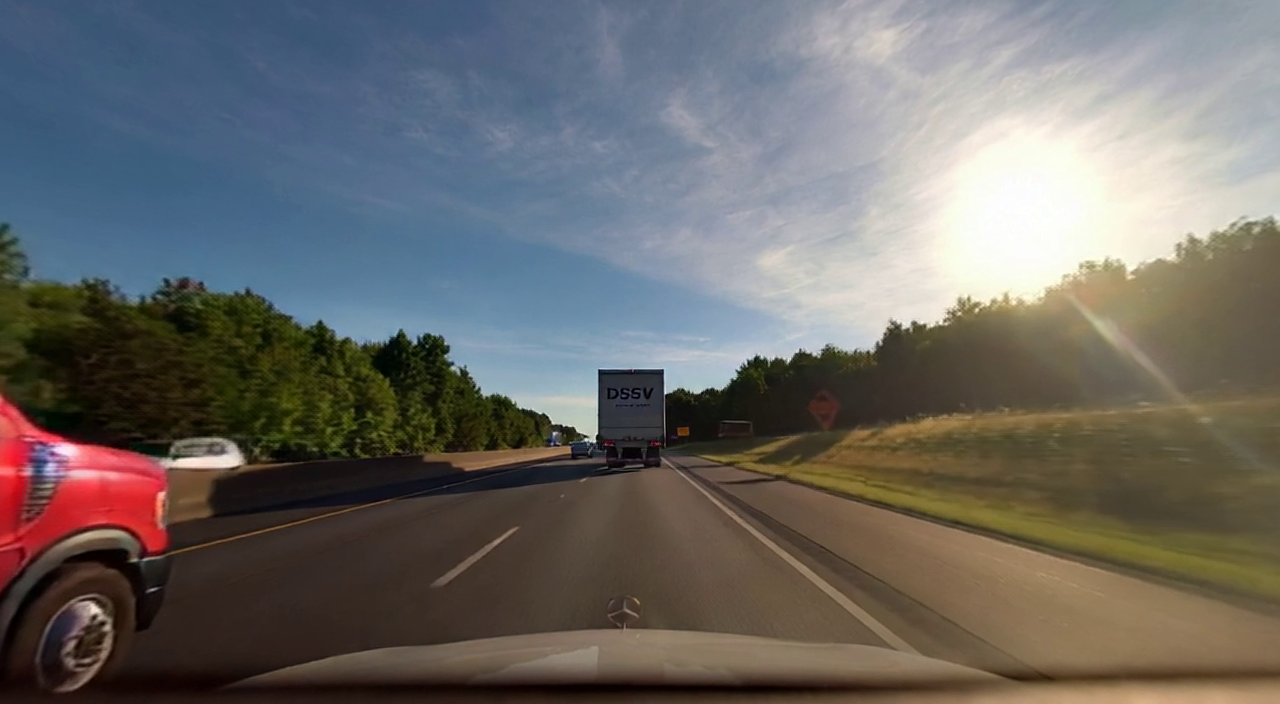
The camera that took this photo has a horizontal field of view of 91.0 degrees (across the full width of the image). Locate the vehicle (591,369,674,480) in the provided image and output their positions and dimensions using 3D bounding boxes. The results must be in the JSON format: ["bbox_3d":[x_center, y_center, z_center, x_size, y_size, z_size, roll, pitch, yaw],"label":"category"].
[{"bbox_3d":[-0.396,3.313,27.762,2.969,3.957,10.270,0,-8,-1],"label":"vehicle"}]
